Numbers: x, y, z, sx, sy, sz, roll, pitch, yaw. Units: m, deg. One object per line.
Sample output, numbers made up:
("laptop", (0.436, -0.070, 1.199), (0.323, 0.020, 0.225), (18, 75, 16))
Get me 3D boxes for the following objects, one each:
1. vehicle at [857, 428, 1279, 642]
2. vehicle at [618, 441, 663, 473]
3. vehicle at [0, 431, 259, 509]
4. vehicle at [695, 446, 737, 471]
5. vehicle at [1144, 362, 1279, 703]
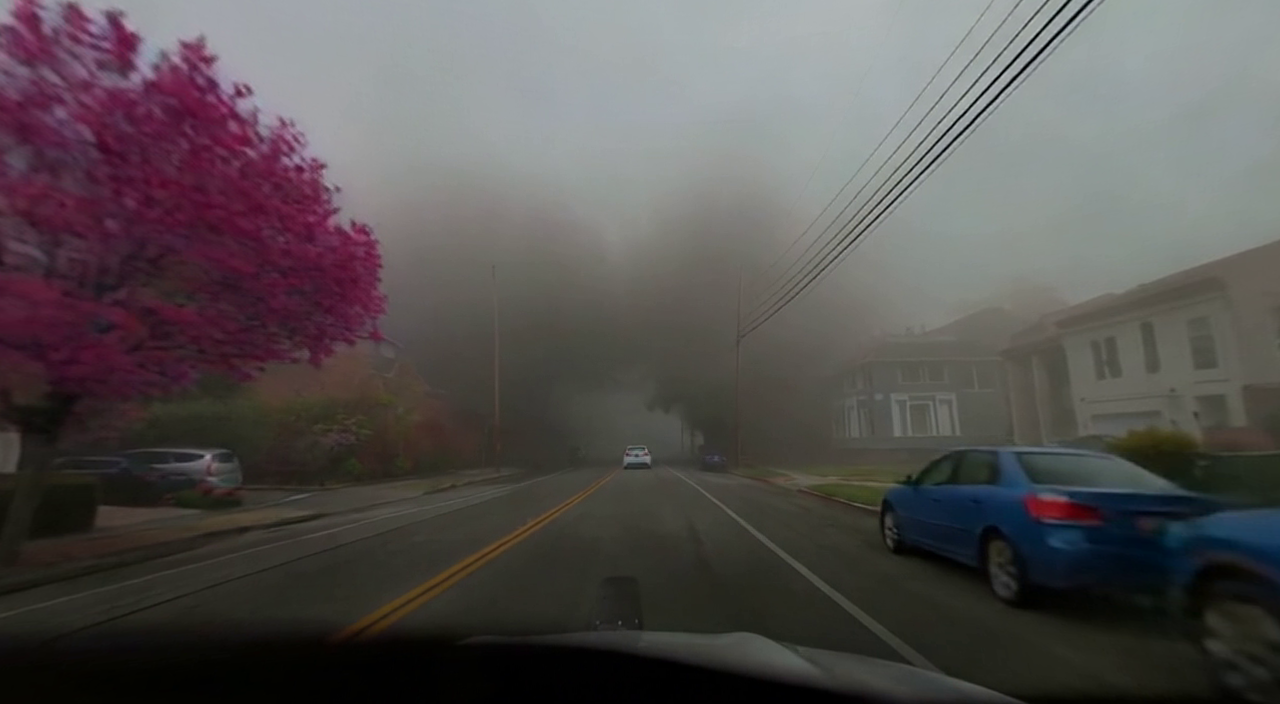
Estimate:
("vehicle", (4.044, 1.664, 6.816), (1.899, 1.547, 4.259), (0, -8, 1))
("vehicle", (0.037, 5.272, 31.715), (2.104, 1.500, 3.815), (0, -8, 0))
("vehicle", (-15.597, 3.628, 19.408), (6.278, 1.911, 2.173), (-3, -10, 0))
("vehicle", (4.697, 6.679, 39.806), (1.977, 1.481, 5.155), (0, -8, 0))
("vehicle", (4.121, 0.705, 1.247), (2.100, 1.830, 5.040), (0, -8, 1))
